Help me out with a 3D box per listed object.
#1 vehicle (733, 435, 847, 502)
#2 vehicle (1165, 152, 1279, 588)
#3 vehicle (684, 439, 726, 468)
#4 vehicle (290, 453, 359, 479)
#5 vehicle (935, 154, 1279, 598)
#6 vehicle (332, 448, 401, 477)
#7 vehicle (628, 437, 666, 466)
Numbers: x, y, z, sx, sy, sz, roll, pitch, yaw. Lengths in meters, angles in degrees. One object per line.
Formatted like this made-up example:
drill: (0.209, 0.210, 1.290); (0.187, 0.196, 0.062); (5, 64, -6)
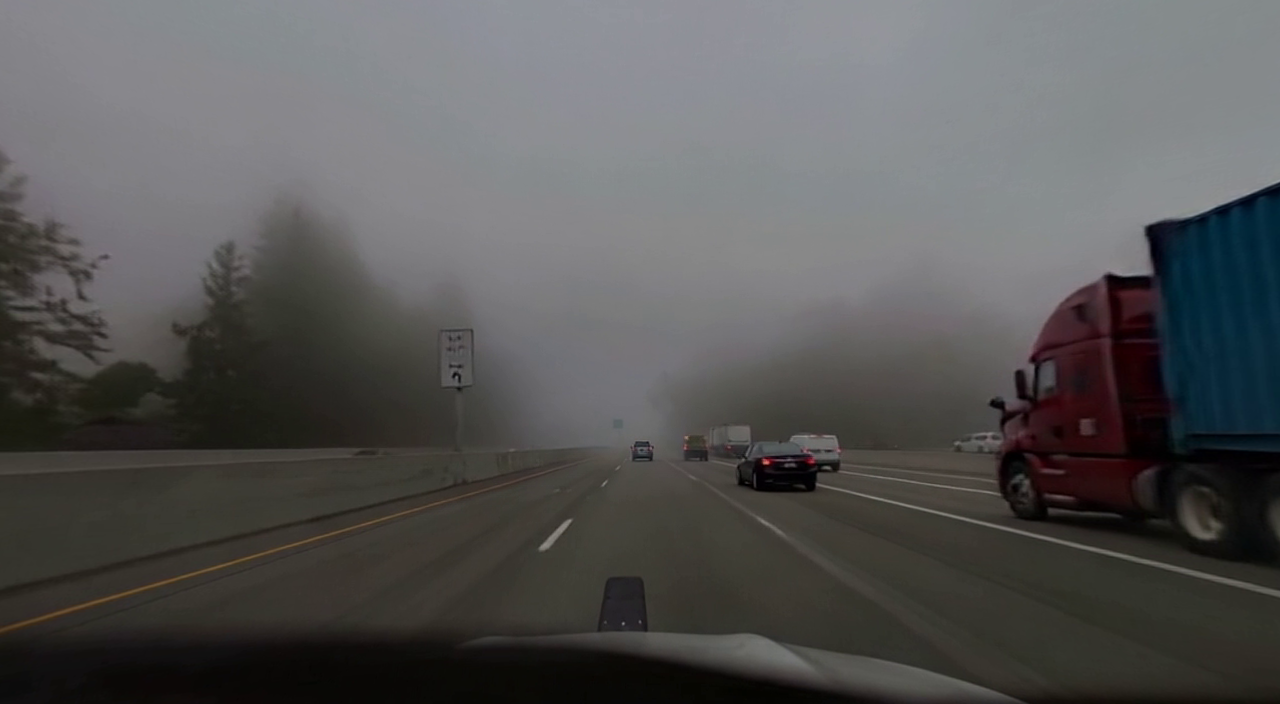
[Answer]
vehicle: (3.732, 2.973, 16.546); (1.888, 1.501, 4.608); (0, -8, 0)
vehicle: (7.275, -0.365, 2.152); (2.752, 3.975, 9.319); (0, -8, 0)
vehicle: (3.933, 6.195, 38.591); (2.084, 1.668, 4.511); (0, -8, 0)
vehicle: (-20.734, 7.478, 41.455); (2.070, 1.492, 4.641); (0, -8, 1)
vehicle: (7.286, 0.613, 8.447); (2.824, 4.018, 7.624); (0, -8, 0)
vehicle: (-17.038, 6.879, 39.346); (2.123, 1.677, 4.721); (0, -8, 1)
vehicle: (0.472, 6.423, 40.537); (2.313, 1.736, 4.215); (0, -8, 1)
